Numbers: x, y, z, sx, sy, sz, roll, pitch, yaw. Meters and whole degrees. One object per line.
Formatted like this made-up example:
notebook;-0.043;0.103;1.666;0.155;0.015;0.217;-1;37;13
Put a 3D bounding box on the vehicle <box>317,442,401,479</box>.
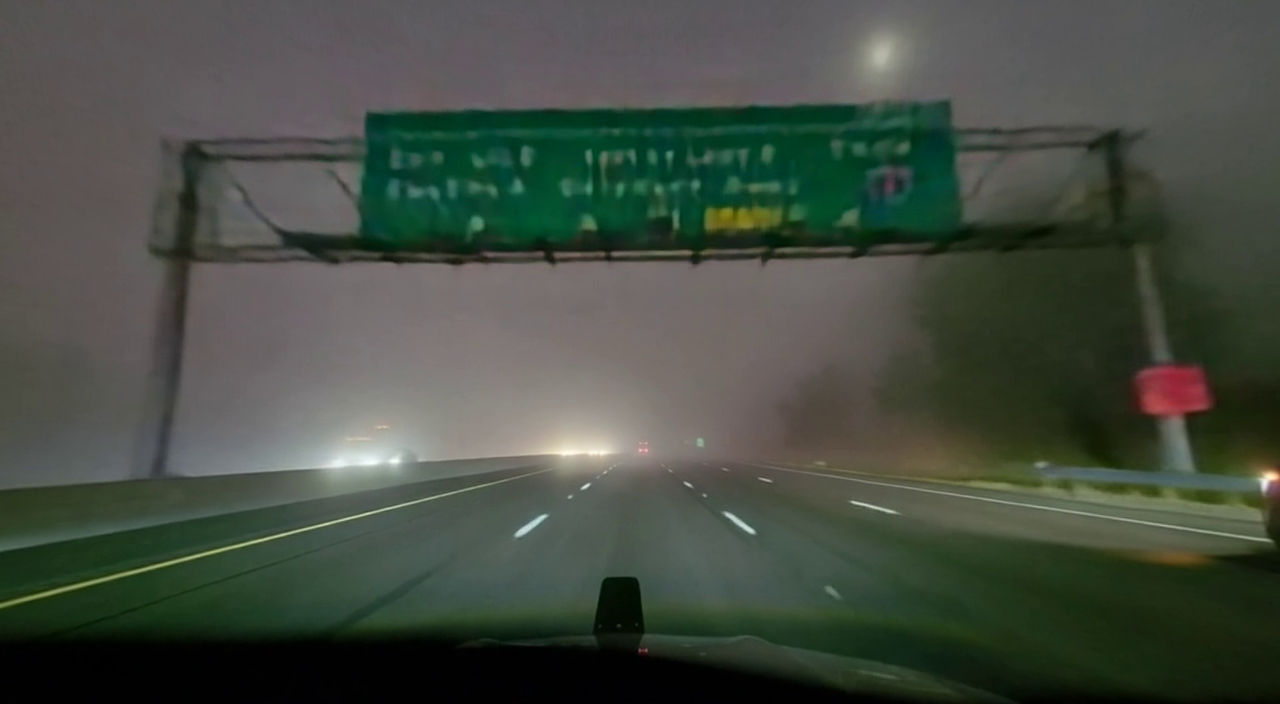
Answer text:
vehicle;-17.045;6.593;38.675;2.300;2.045;5.945;0;-9;1
